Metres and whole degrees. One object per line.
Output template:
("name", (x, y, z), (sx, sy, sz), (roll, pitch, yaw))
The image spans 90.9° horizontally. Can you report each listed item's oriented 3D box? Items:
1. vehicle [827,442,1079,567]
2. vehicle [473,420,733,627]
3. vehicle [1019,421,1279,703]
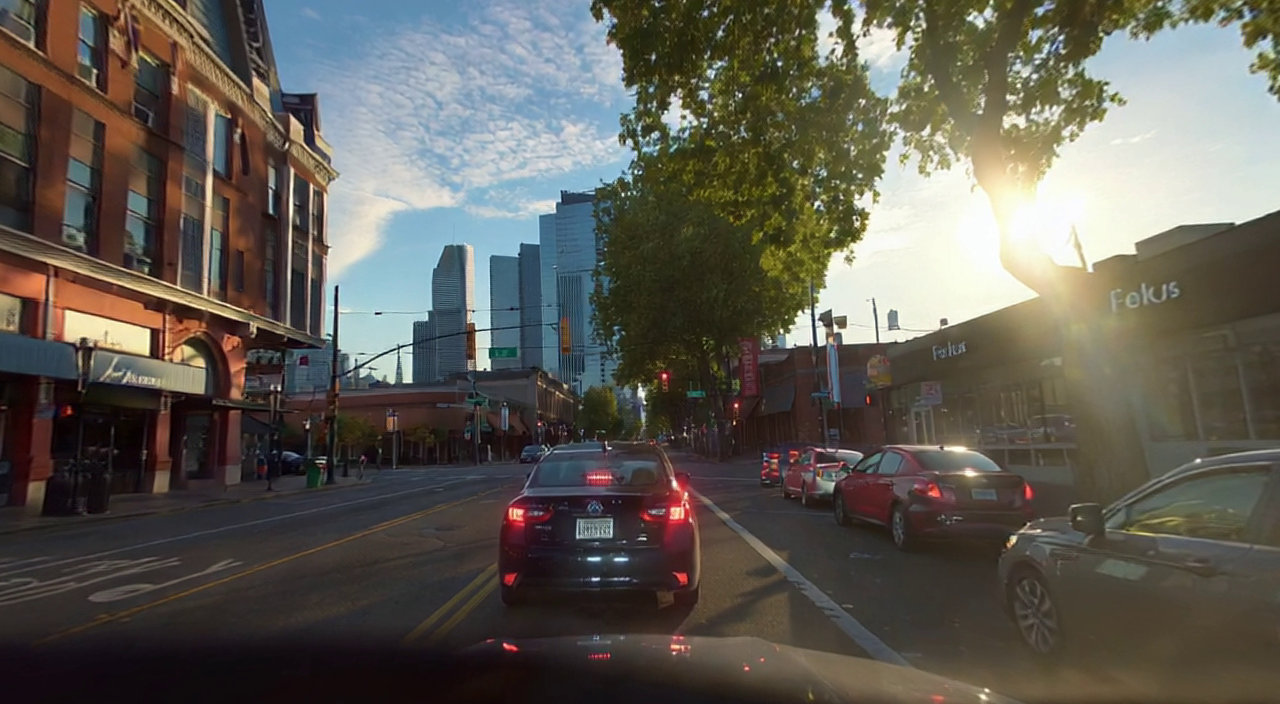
("vehicle", (4.538, 2.221, 10.122), (1.912, 1.505, 4.618), (-1, -8, 4))
("vehicle", (-0.273, 1.527, 6.507), (1.888, 1.489, 3.703), (0, -8, 0))
("vehicle", (3.178, 0.826, 1.106), (2.006, 1.496, 4.767), (0, -9, -1))
